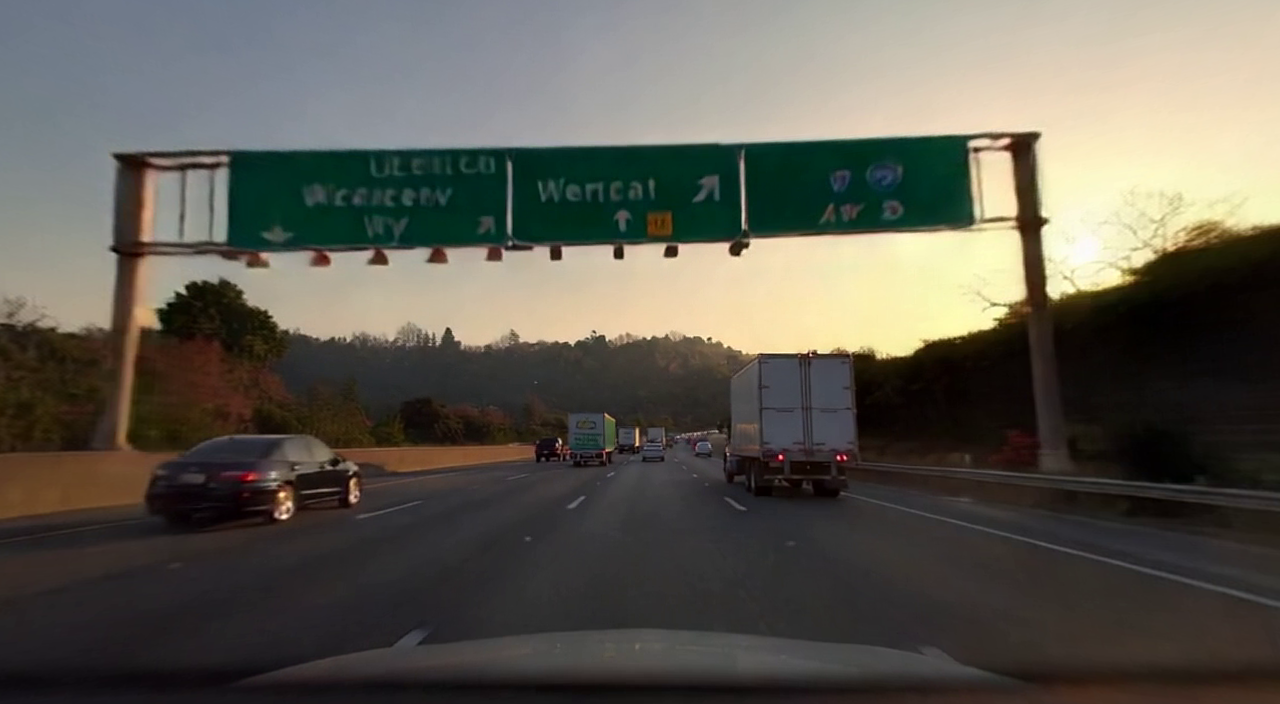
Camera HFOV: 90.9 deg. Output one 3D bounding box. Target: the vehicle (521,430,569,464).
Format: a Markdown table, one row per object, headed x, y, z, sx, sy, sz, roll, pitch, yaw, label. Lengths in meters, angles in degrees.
| x | y | z | sx | sy | sz | roll | pitch | yaw | label |
| --- | --- | --- | --- | --- | --- | --- | --- | --- | --- |
| -6.578 | 6.694 | 44.343 | 2.322 | 2.195 | 5.556 | 0 | -8 | 2 | vehicle |

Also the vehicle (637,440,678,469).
| x | y | z | sx | sy | sz | roll | pitch | yaw | label |
| --- | --- | --- | --- | --- | --- | --- | --- | --- | --- |
| 0.966 | 5.550 | 34.320 | 2.105 | 1.502 | 4.068 | 0 | -8 | 2 | vehicle |

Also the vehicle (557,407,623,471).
| x | y | z | sx | sy | sz | roll | pitch | yaw | label |
| --- | --- | --- | --- | --- | --- | --- | --- | --- | --- |
| -2.622 | 4.949 | 35.624 | 2.745 | 3.156 | 7.608 | 0 | -8 | 2 | vehicle |

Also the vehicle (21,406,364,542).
| x | y | z | sx | sy | sz | roll | pitch | yaw | label |
| --- | --- | --- | --- | --- | --- | --- | --- | --- | --- |
| -7.319 | 2.065 | 11.322 | 2.272 | 1.850 | 5.156 | 0 | -8 | 1 | vehicle |

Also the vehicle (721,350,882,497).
| x | y | z | sx | sy | sz | roll | pitch | yaw | label |
| --- | --- | --- | --- | --- | --- | --- | --- | --- | --- |
| 4.328 | 2.252 | 18.909 | 2.895 | 3.484 | 7.631 | 0 | -8 | 1 | vehicle |
